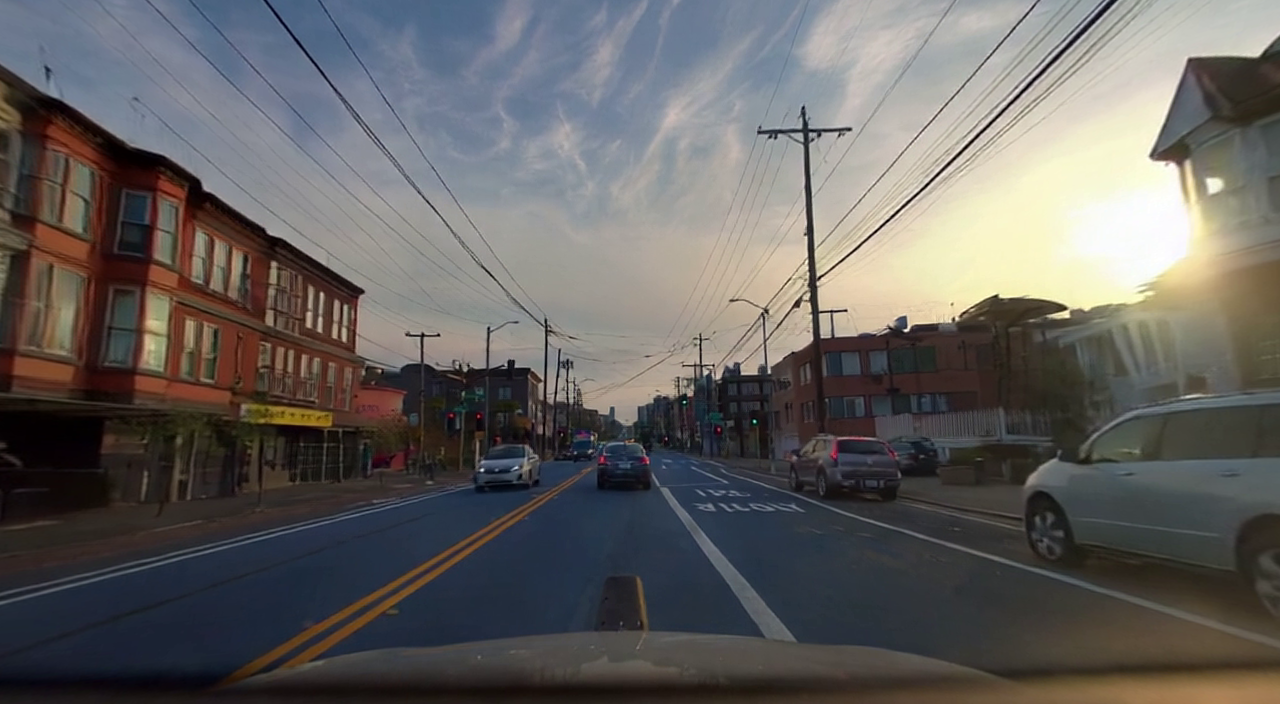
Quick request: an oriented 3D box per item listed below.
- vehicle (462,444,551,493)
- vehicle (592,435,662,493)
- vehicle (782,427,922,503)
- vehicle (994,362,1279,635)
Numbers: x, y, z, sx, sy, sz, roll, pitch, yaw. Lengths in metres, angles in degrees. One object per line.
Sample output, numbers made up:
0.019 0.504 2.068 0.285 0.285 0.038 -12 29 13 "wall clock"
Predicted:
-4.437 3.939 21.747 2.181 1.500 4.319 0 -8 -1 "vehicle"
-0.396 3.477 19.921 1.980 1.635 3.795 0 -8 -1 "vehicle"
6.105 3.341 19.166 2.197 1.917 5.637 0 -8 -1 "vehicle"
6.104 1.308 6.048 2.208 2.106 5.496 0 -9 0 "vehicle"
